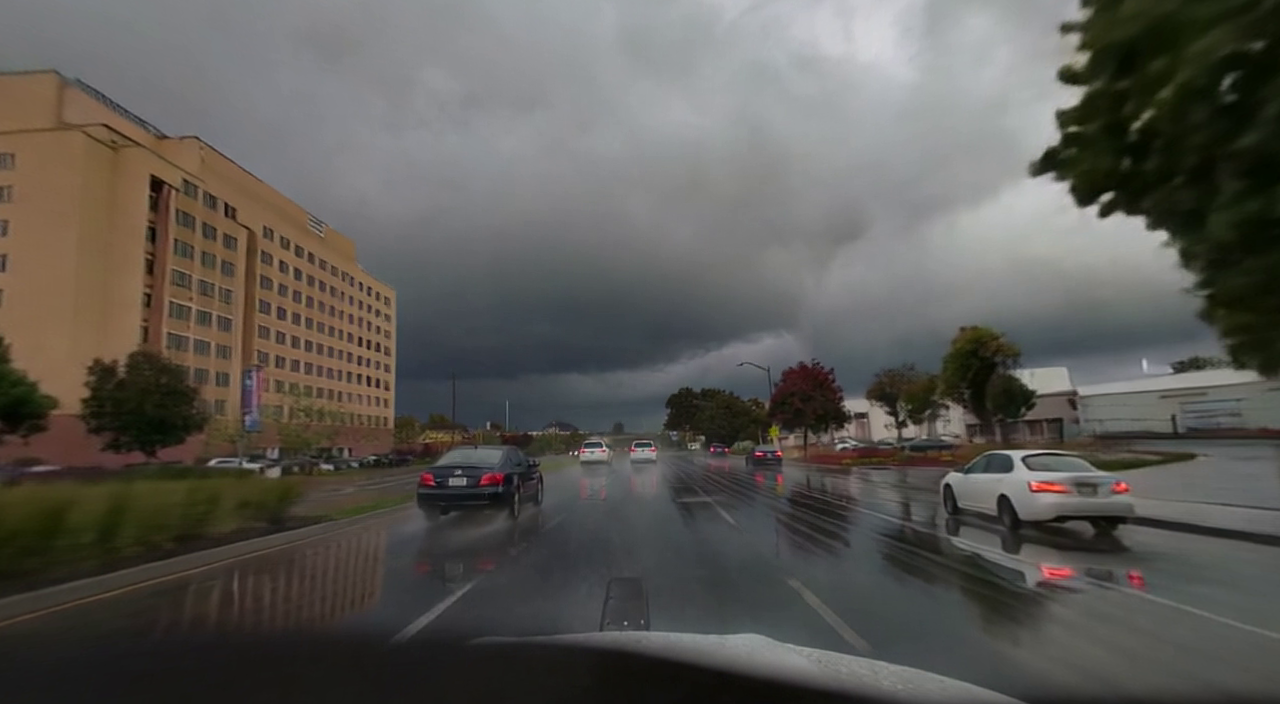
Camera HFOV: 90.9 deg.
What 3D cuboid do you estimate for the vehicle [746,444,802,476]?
[{"bbox_3d":[6.463,5.235,30.841,1.884,1.458,4.245,0,-8,2],"label":"vehicle"}]

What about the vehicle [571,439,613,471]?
[{"bbox_3d":[-2.860,6.281,38.606,2.117,1.799,4.442,0,-8,2],"label":"vehicle"}]

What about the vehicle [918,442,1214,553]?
[{"bbox_3d":[6.758,2.296,10.815,1.865,1.458,4.605,0,-8,0],"label":"vehicle"}]

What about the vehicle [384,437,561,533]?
[{"bbox_3d":[-2.932,2.432,12.195,2.095,1.486,4.411,0,-8,2],"label":"vehicle"}]

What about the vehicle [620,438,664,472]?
[{"bbox_3d":[0.148,5.836,35.848,2.304,1.795,4.526,0,-8,1],"label":"vehicle"}]
